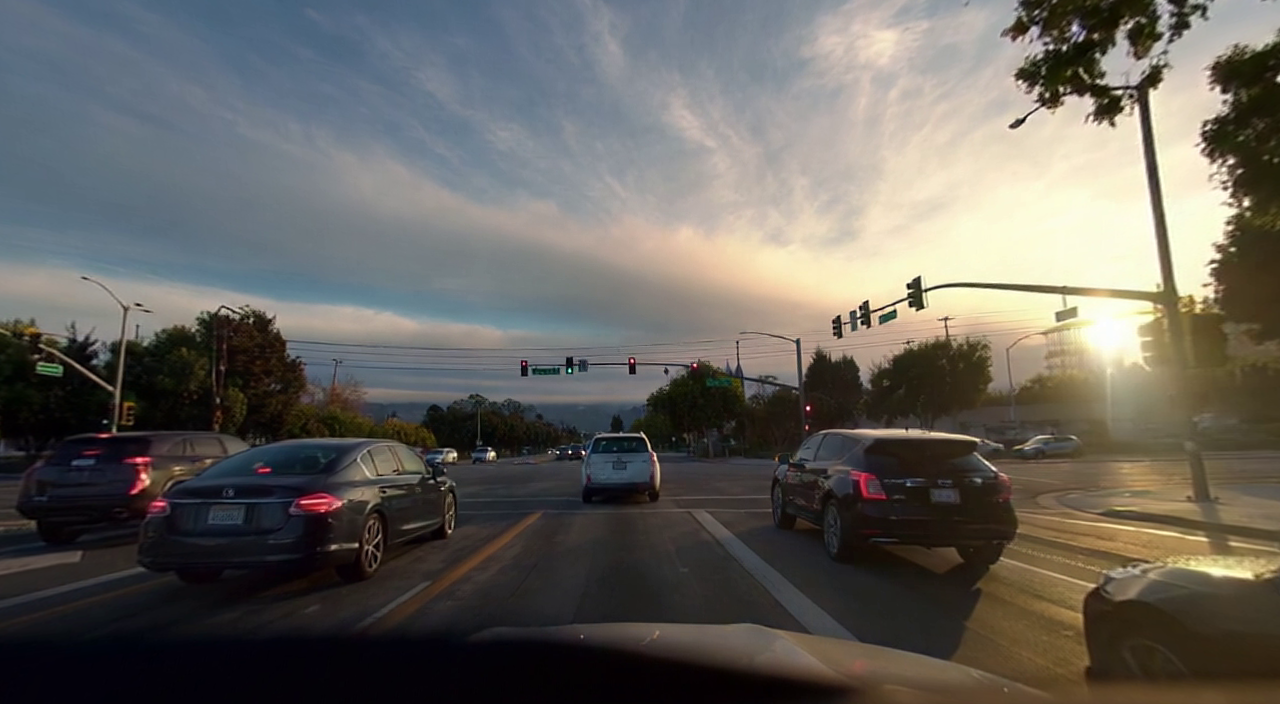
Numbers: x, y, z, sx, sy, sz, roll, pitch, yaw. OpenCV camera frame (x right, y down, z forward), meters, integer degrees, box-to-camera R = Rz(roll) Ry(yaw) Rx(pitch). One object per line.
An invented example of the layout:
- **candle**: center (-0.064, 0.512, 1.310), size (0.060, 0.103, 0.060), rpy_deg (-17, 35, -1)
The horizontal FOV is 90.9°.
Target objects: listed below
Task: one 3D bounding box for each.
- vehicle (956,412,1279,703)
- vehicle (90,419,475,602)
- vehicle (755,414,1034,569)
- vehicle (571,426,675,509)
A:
- **vehicle**: center (3.228, 0.941, 2.193), size (1.960, 1.460, 4.233), rpy_deg (0, -8, -1)
- **vehicle**: center (-3.538, 1.637, 7.462), size (1.941, 1.492, 4.399), rpy_deg (0, -8, 1)
- **vehicle**: center (3.269, 1.881, 9.342), size (2.097, 1.707, 4.461), rpy_deg (0, -8, -2)
- **vehicle**: center (-0.366, 2.751, 15.467), size (2.215, 1.749, 3.976), rpy_deg (0, -8, 0)
